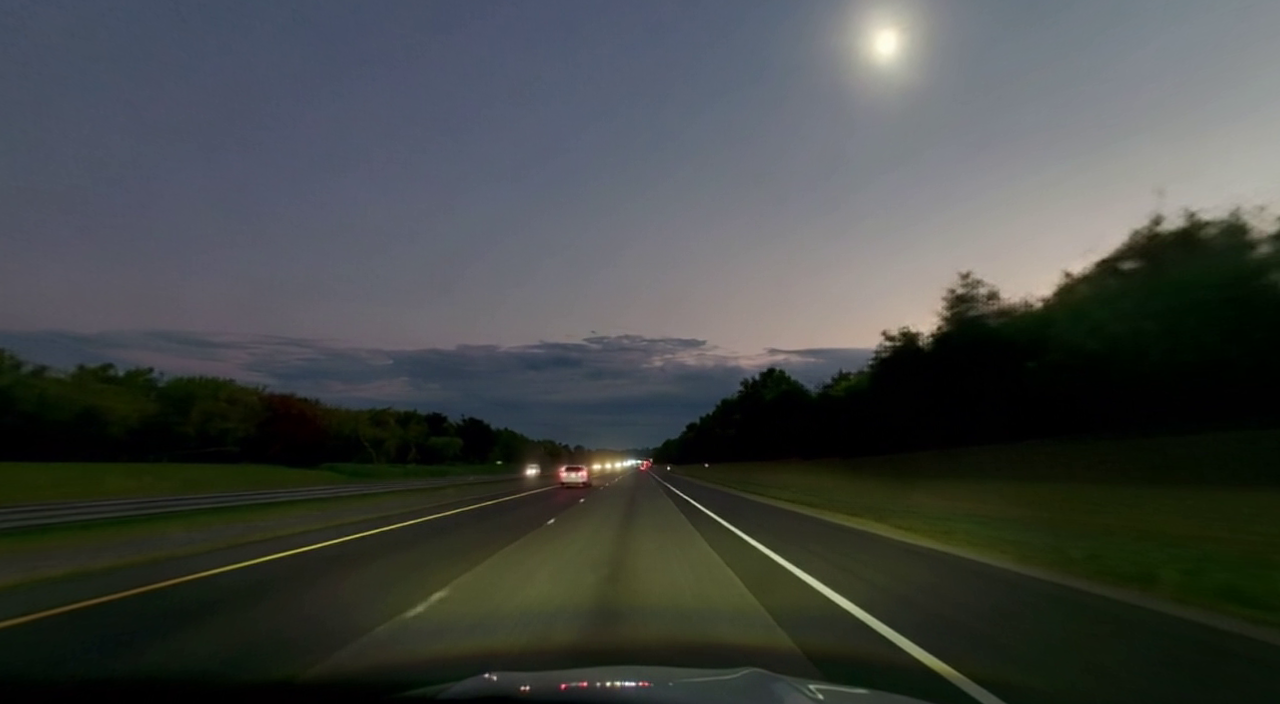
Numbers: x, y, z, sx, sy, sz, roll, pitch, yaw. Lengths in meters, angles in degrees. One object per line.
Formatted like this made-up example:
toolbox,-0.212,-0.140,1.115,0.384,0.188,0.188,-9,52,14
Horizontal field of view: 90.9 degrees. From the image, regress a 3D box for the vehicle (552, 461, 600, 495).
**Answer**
vehicle,-3.155,6.318,31.748,1.900,1.550,4.146,1,-11,1
